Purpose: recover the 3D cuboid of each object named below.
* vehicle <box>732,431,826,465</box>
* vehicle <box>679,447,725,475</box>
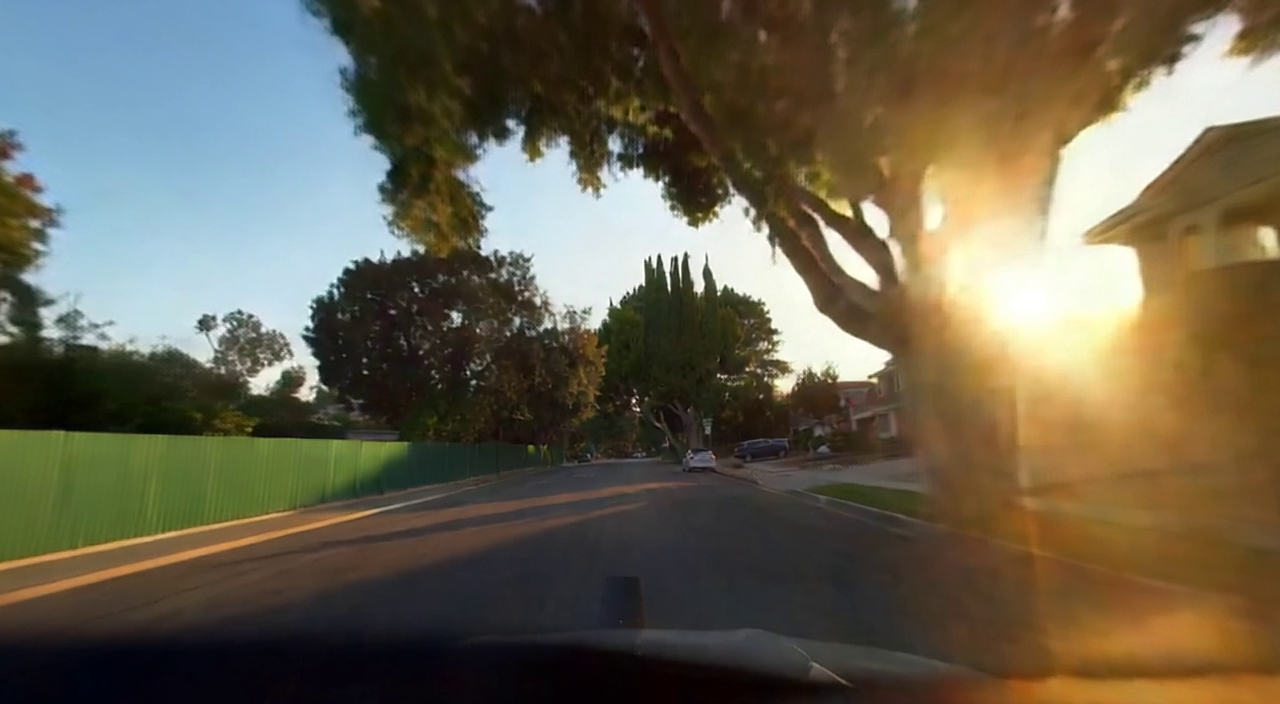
[{"bbox_3d":[9.604,6.716,44.111,5.935,1.911,2.236,-4,-9,0],"label":"vehicle"},{"bbox_3d":[3.667,6.497,38.023,2.051,1.524,5.047,0,-9,-2],"label":"vehicle"}]
